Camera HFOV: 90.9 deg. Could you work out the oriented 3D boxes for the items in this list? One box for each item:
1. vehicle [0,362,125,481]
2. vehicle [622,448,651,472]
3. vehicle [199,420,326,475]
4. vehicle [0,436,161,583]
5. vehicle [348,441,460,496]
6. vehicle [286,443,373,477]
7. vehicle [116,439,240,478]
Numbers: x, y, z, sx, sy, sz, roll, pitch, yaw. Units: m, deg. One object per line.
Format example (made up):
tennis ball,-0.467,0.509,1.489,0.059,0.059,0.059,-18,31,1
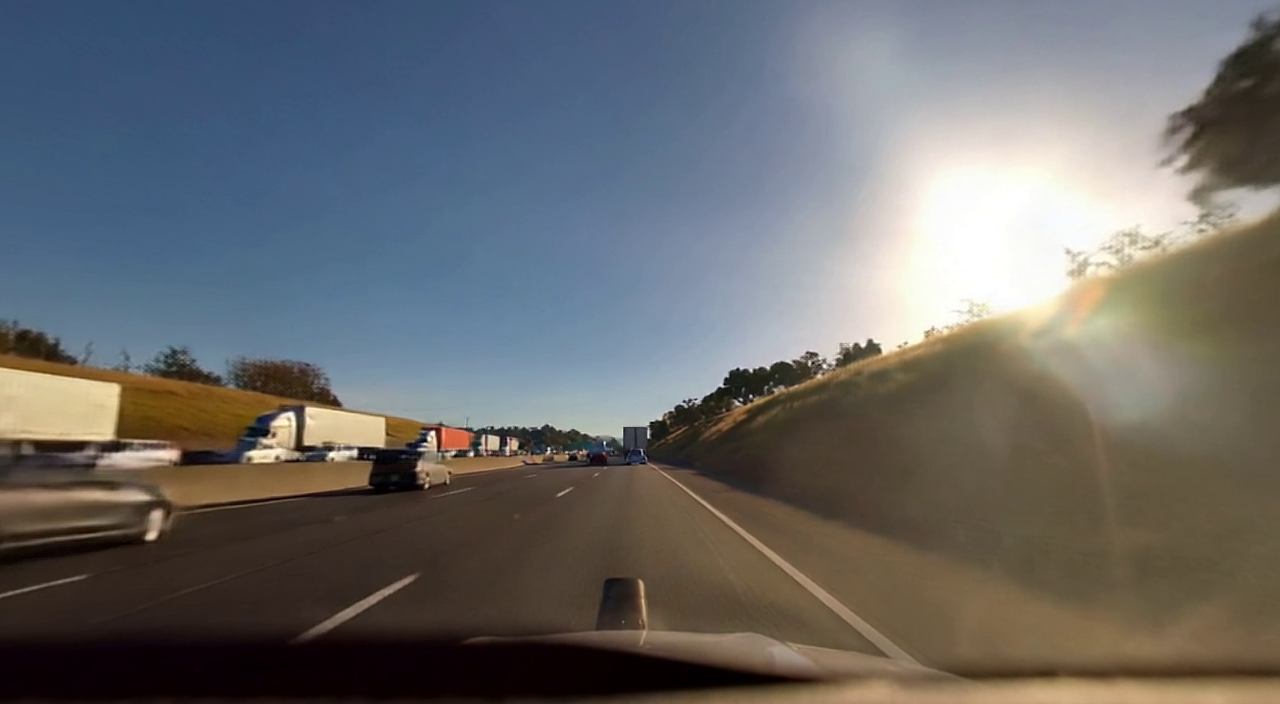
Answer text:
vehicle,-23.686,2.120,20.007,2.846,4.080,14.228,0,-9,-1
vehicle,-0.287,7.795,45.665,2.009,1.657,3.962,0,-9,-1
vehicle,-19.444,4.994,33.026,2.599,2.572,6.600,0,-9,0
vehicle,-7.313,1.536,6.051,1.895,1.446,4.456,0,-9,0
vehicle,-7.714,3.838,21.150,2.004,1.629,4.506,0,-9,0
vehicle,-14.767,5.153,30.295,1.817,1.508,4.734,0,-9,-1
vehicle,-19.263,4.458,26.554,1.989,1.505,4.352,0,-9,-1
